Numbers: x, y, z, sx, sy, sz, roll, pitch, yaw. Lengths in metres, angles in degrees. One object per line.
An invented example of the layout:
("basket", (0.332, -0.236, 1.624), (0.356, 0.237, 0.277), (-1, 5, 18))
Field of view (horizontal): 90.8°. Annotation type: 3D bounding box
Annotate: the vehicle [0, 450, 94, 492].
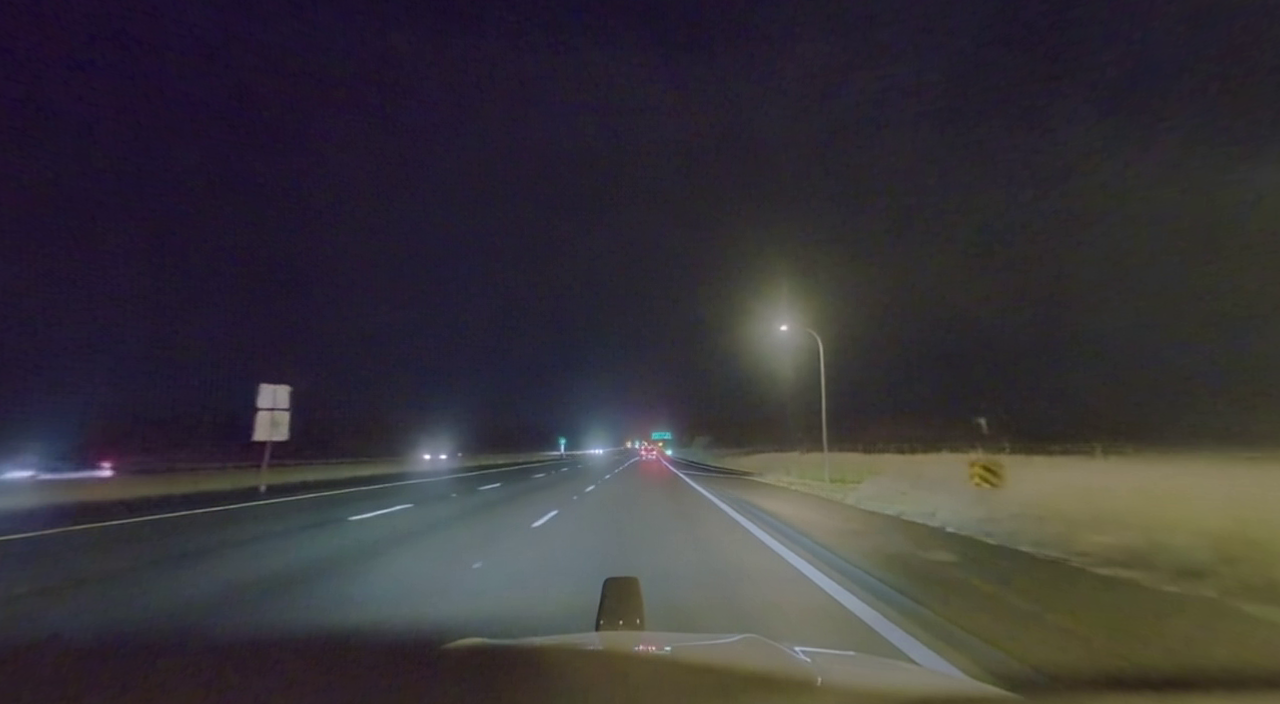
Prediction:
("vehicle", (-24.132, 4.546, 24.317), (2.148, 1.493, 4.415), (0, -9, 1))
